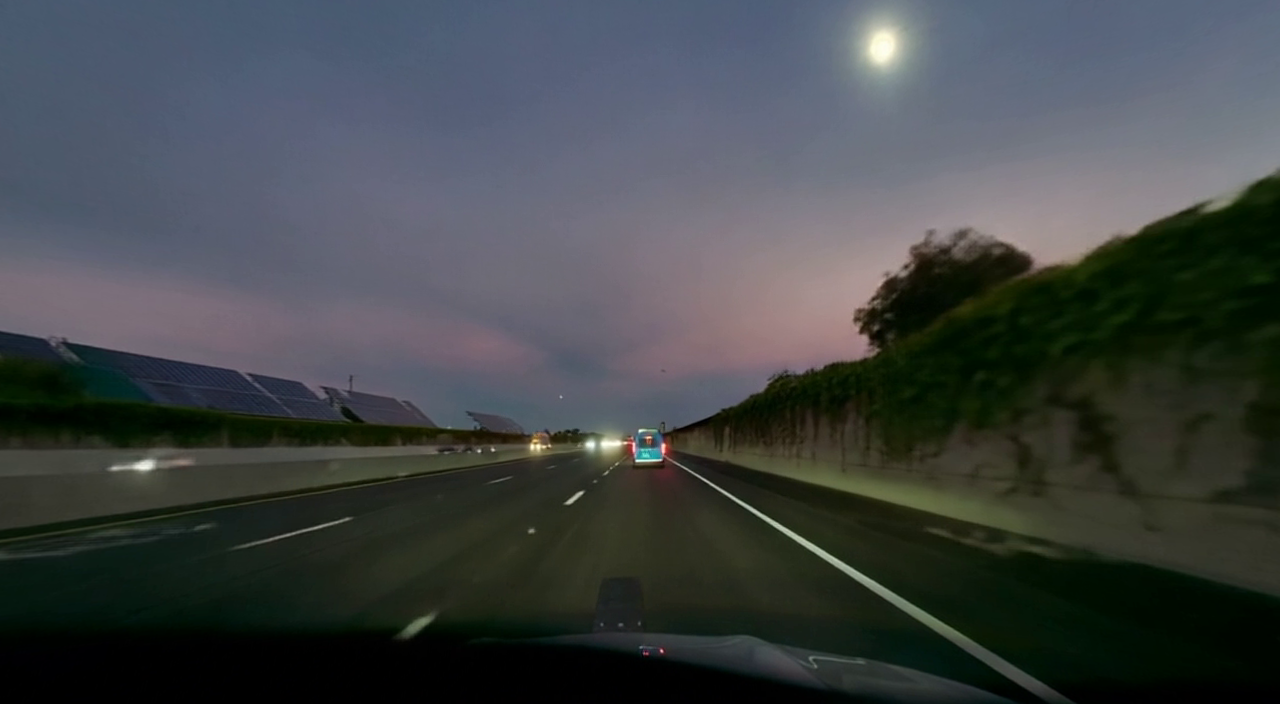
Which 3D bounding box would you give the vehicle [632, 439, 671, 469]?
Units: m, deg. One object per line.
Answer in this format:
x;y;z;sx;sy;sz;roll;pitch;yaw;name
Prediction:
0.567;5.431;33.635;1.997;1.484;3.409;0;-8;0;vehicle
